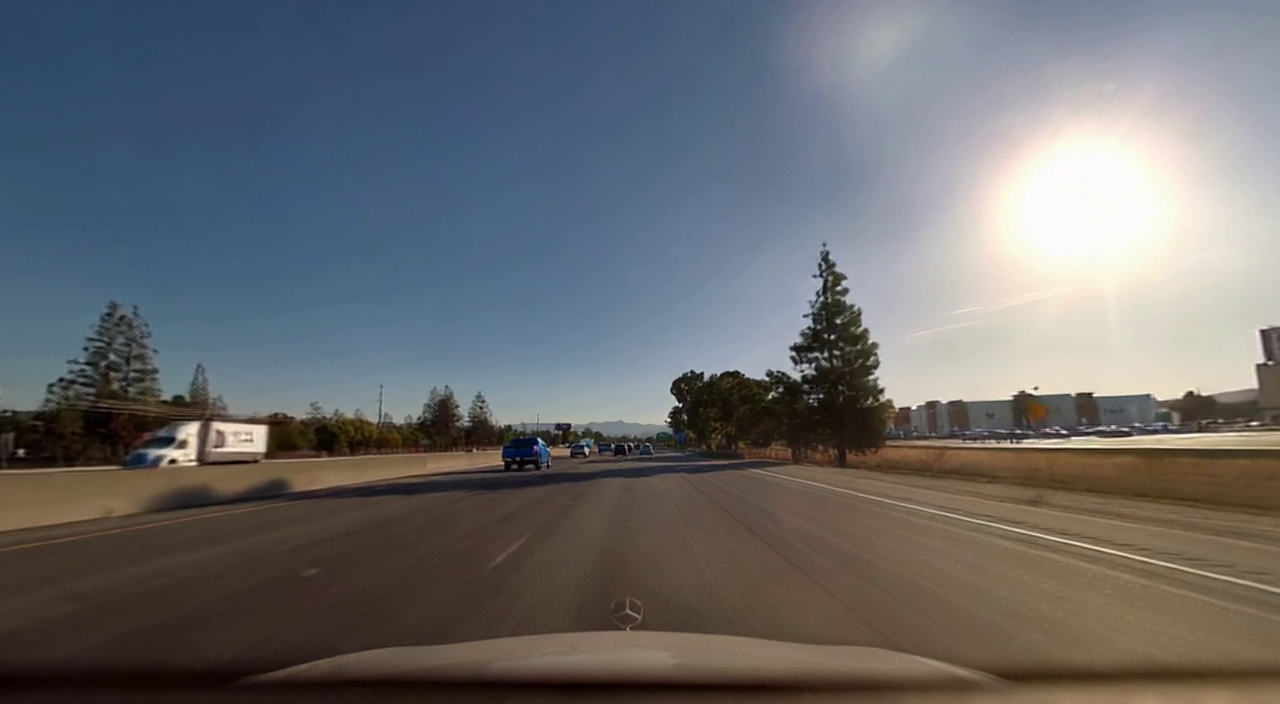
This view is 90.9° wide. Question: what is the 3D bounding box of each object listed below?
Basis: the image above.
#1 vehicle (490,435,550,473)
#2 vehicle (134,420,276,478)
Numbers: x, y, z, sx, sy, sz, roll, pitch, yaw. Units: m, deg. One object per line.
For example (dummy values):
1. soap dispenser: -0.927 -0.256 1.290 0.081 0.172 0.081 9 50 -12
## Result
1. vehicle: -6.529 5.617 35.050 2.156 1.911 5.956 0 -8 0
2. vehicle: -33.418 7.537 49.335 2.940 3.942 11.262 0 -8 0
